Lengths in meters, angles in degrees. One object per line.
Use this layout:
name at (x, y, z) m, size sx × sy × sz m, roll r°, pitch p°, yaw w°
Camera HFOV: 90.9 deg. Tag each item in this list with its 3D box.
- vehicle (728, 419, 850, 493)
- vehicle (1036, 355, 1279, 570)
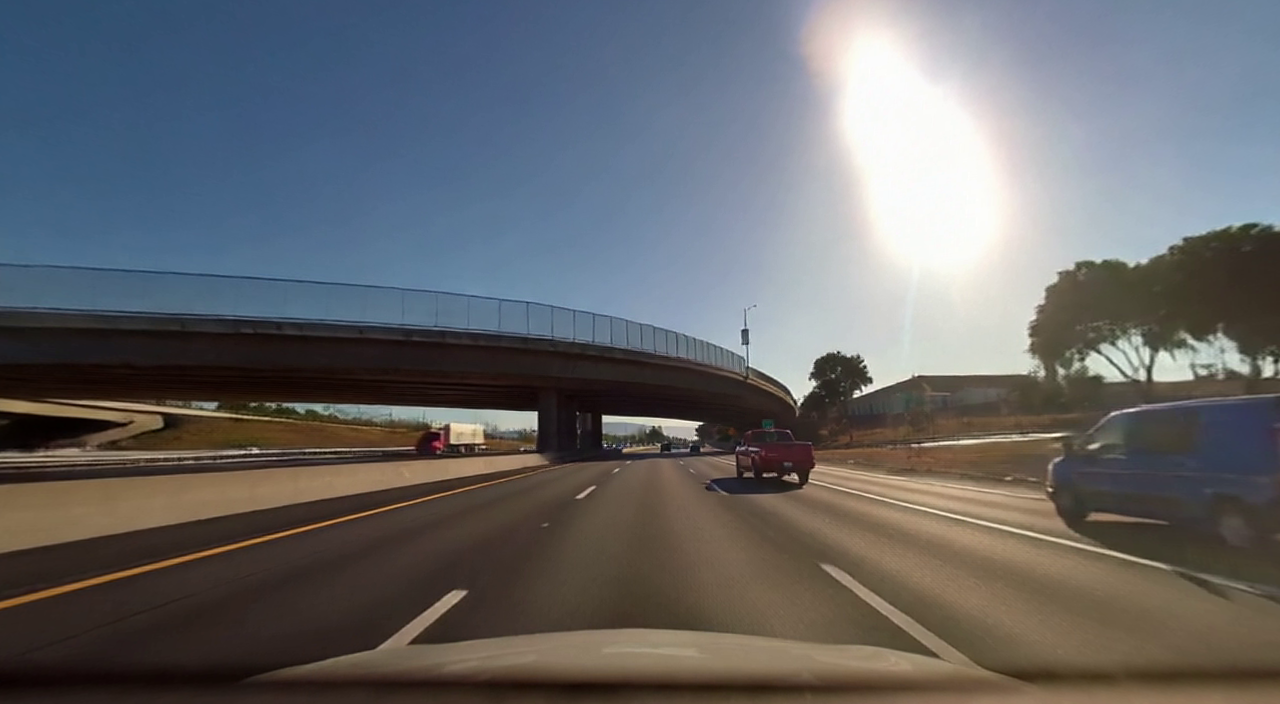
vehicle at (4.531, 3.294, 20.330) m, size 2.505 × 2.020 × 5.532 m, roll 0°, pitch -8°, yaw -1°
vehicle at (8.057, 1.393, 8.171) m, size 2.229 × 2.317 × 5.399 m, roll 0°, pitch -8°, yaw -1°
